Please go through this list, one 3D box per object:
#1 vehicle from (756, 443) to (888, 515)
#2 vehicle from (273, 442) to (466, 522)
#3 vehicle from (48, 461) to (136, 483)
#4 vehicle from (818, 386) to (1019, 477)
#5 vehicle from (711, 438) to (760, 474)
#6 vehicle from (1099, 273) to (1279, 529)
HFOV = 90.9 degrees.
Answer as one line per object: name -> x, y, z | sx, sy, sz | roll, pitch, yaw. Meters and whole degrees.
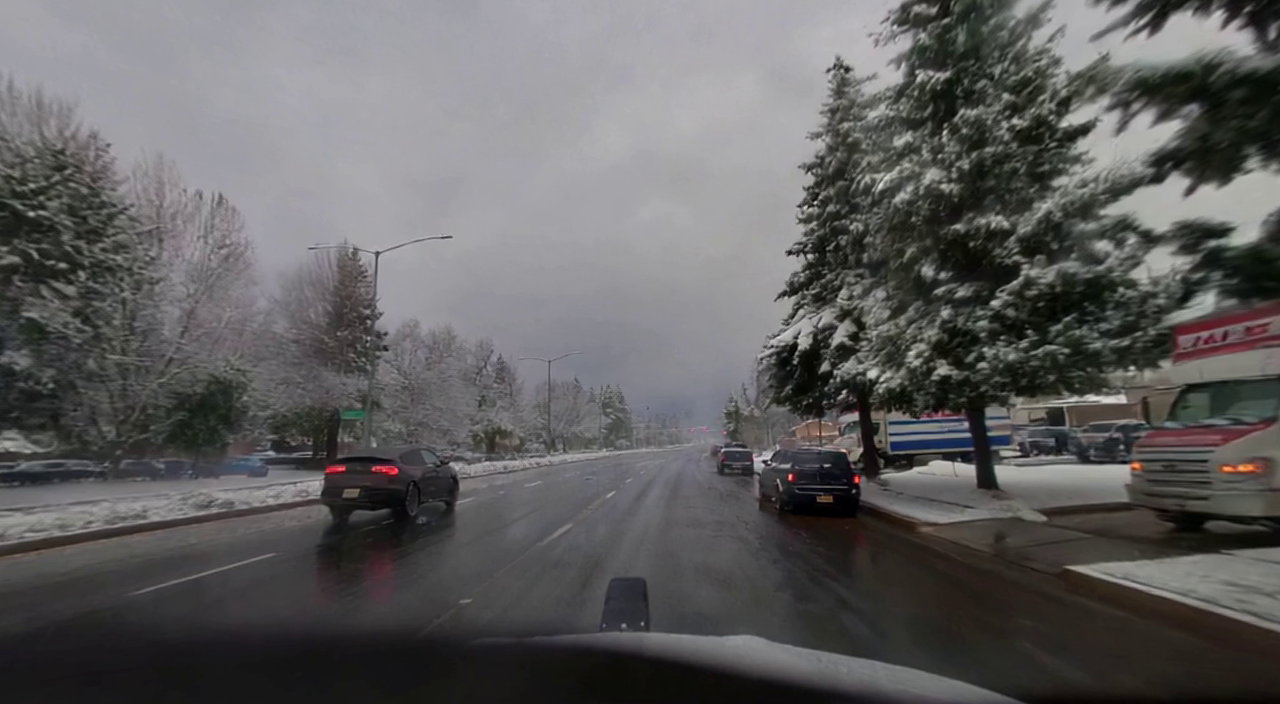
vehicle -> 3.969, 2.816, 14.568 | 1.849, 1.393, 4.377 | 0, -8, 2
vehicle -> -5.704, 2.770, 14.120 | 2.060, 1.473, 4.645 | 0, -8, 3
vehicle -> -42.472, 9.318, 48.965 | 4.603, 1.577, 2.157 | 1, -8, -8
vehicle -> 11.830, 3.417, 27.157 | 7.138, 3.310, 2.943 | -2, -9, -9
vehicle -> 4.861, 5.366, 32.715 | 2.064, 1.697, 4.718 | 0, -8, 3
vehicle -> 11.909, 0.856, 9.529 | 8.495, 3.147, 2.773 | 2, -9, -12
